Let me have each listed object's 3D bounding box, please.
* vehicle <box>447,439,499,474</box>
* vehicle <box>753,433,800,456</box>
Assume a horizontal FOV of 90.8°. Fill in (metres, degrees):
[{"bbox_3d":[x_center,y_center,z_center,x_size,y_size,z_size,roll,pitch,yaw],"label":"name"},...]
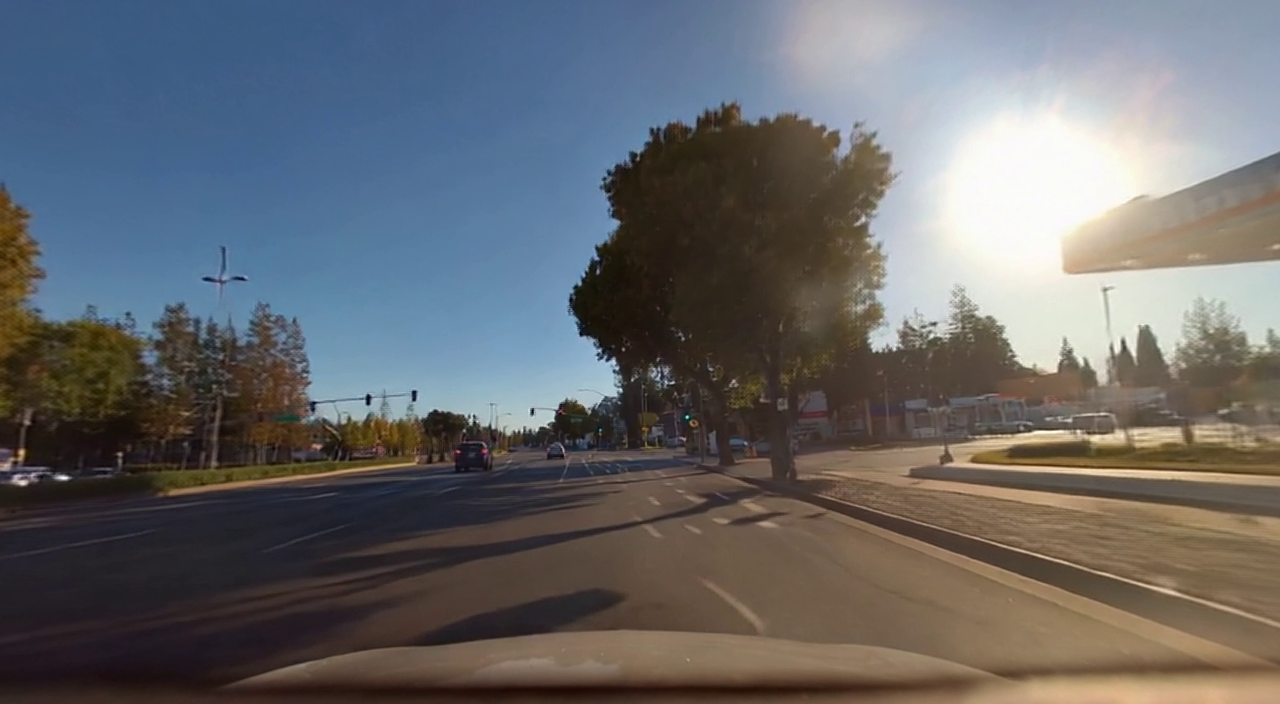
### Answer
[{"bbox_3d":[-9.128,5.743,34.867,1.985,1.772,4.479,0,-9,-5],"label":"vehicle"},{"bbox_3d":[9.660,6.597,45.050,2.076,1.505,4.770,-1,-8,-2],"label":"vehicle"}]
